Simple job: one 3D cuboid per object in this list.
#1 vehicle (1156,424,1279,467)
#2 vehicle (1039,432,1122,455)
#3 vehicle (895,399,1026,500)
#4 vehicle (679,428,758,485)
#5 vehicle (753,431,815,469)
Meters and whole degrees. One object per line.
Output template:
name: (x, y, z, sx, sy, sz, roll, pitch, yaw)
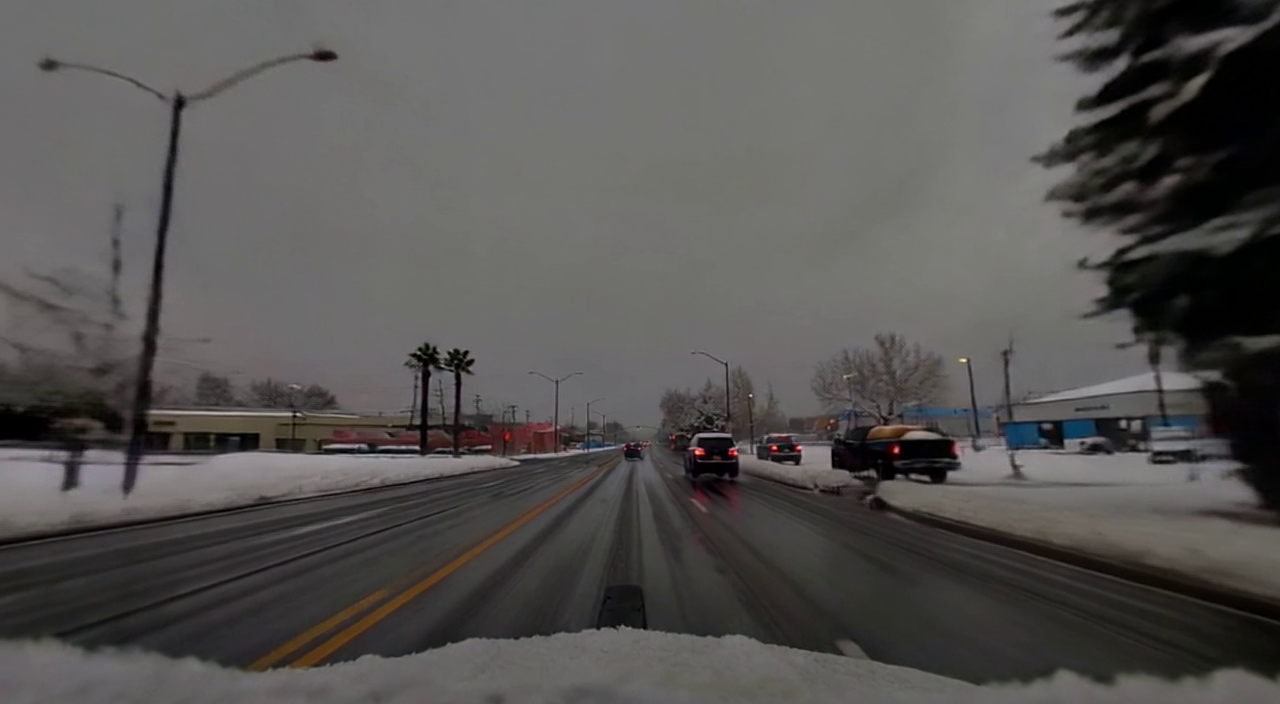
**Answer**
vehicle: (30.396, 4.717, 31.732, 6.580, 2.031, 2.456, 1, -8, -3)
vehicle: (30.644, 6.387, 43.667, 4.762, 1.523, 1.933, 2, -8, -13)
vehicle: (11.006, 3.274, 21.377, 2.609, 2.976, 4.867, -8, -11, 41)
vehicle: (2.908, 4.070, 24.860, 2.386, 1.970, 5.665, 0, -8, 0)
vehicle: (10.833, 7.417, 48.020, 2.799, 2.593, 7.710, -1, -8, 0)
